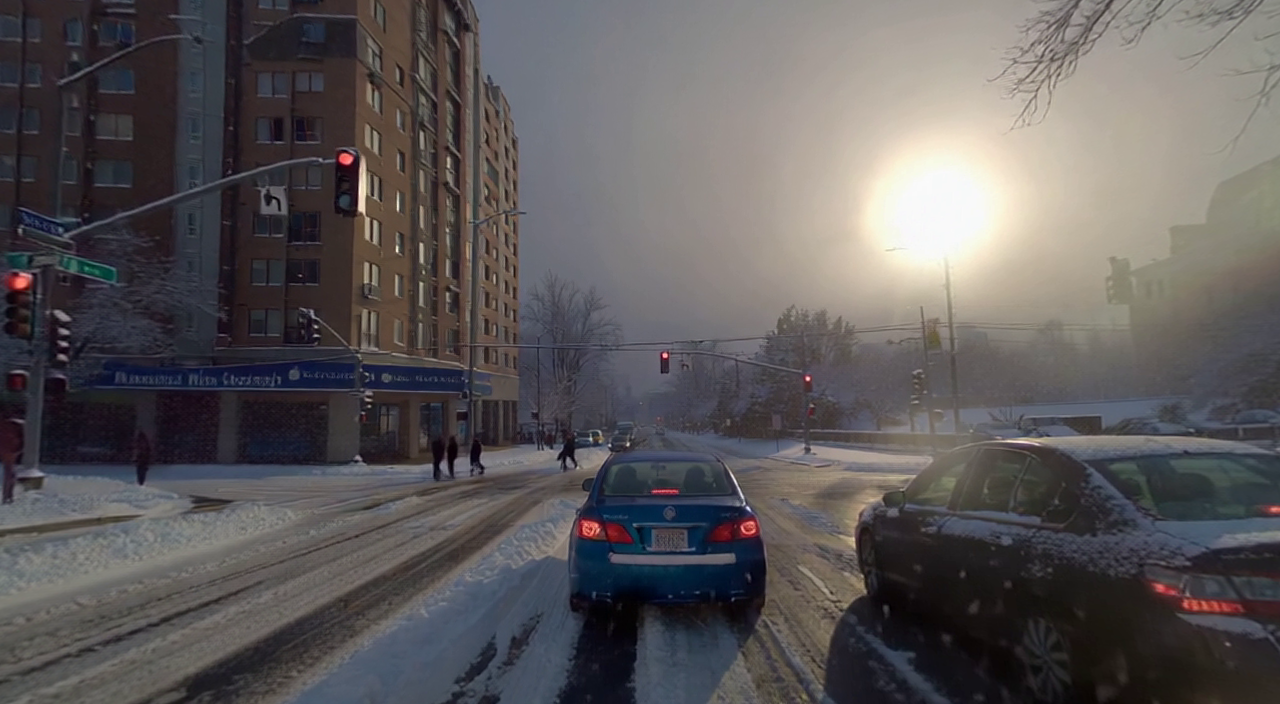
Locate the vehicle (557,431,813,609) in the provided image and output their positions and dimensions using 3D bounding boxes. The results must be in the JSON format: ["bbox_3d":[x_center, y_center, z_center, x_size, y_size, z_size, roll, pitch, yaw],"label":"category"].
[{"bbox_3d":[0.303,1.705,7.364,2.132,1.464,4.089,0,-8,-2],"label":"vehicle"}]

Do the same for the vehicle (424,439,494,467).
[{"bbox_3d":[-10.795,6.032,37.762,2.030,1.596,3.912,-3,-9,20],"label":"vehicle"}]

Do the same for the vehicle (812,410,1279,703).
[{"bbox_3d":[2.828,1.288,4.545,1.961,1.498,4.356,0,-8,0],"label":"vehicle"}]
